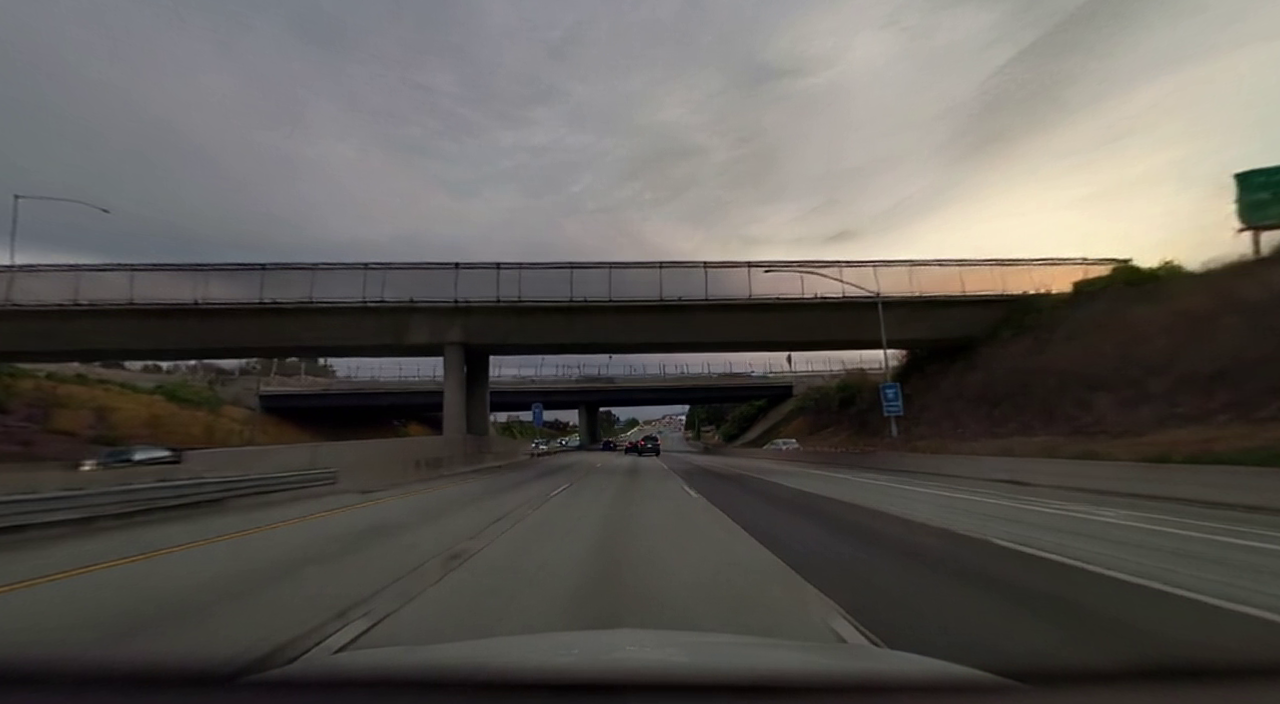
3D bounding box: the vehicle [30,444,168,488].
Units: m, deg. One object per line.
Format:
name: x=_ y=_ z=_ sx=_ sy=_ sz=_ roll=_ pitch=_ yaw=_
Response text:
vehicle: x=-24.717 y=5.160 z=29.152 sx=2.086 sy=1.815 sz=4.806 roll=0 pitch=-8 yaw=0
